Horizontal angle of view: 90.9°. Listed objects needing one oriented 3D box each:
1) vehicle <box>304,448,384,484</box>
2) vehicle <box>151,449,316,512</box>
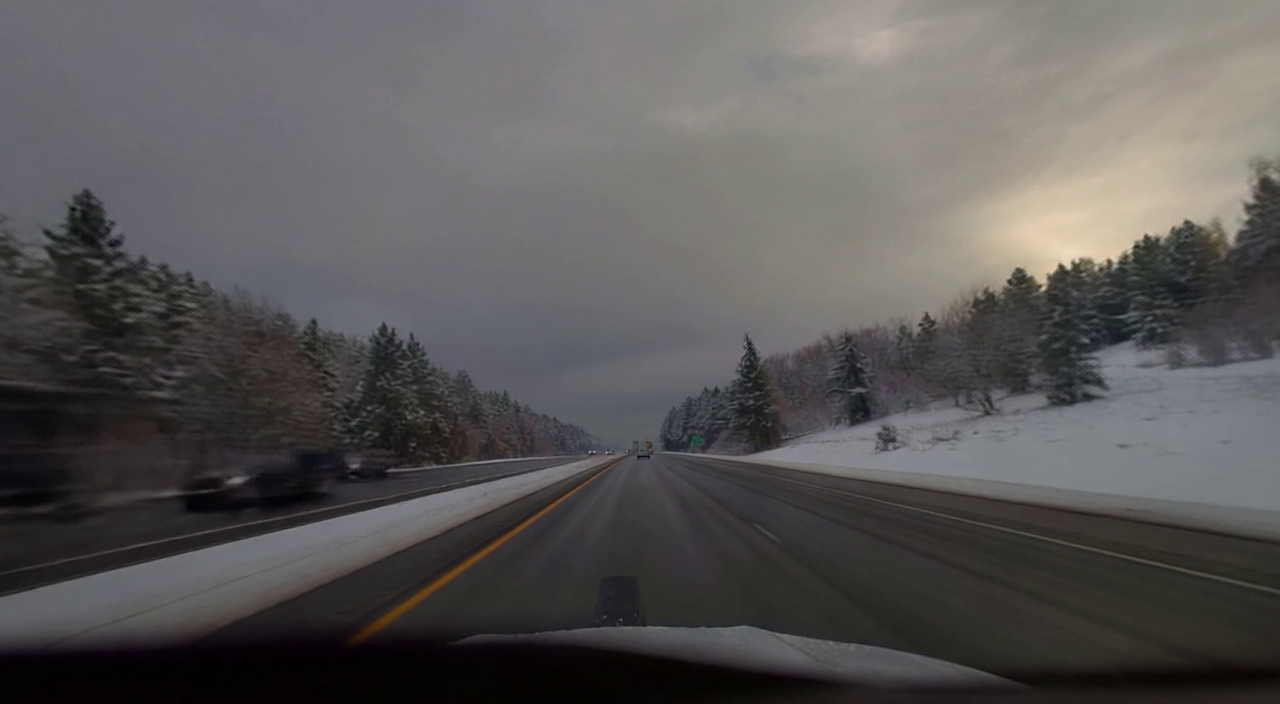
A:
[{"bbox_3d":[-16.621,6.393,35.717,2.050,1.910,4.898,0,-9,0],"label":"vehicle"},{"bbox_3d":[-11.642,3.665,18.503,1.821,1.584,4.498,0,-9,0],"label":"vehicle"}]
